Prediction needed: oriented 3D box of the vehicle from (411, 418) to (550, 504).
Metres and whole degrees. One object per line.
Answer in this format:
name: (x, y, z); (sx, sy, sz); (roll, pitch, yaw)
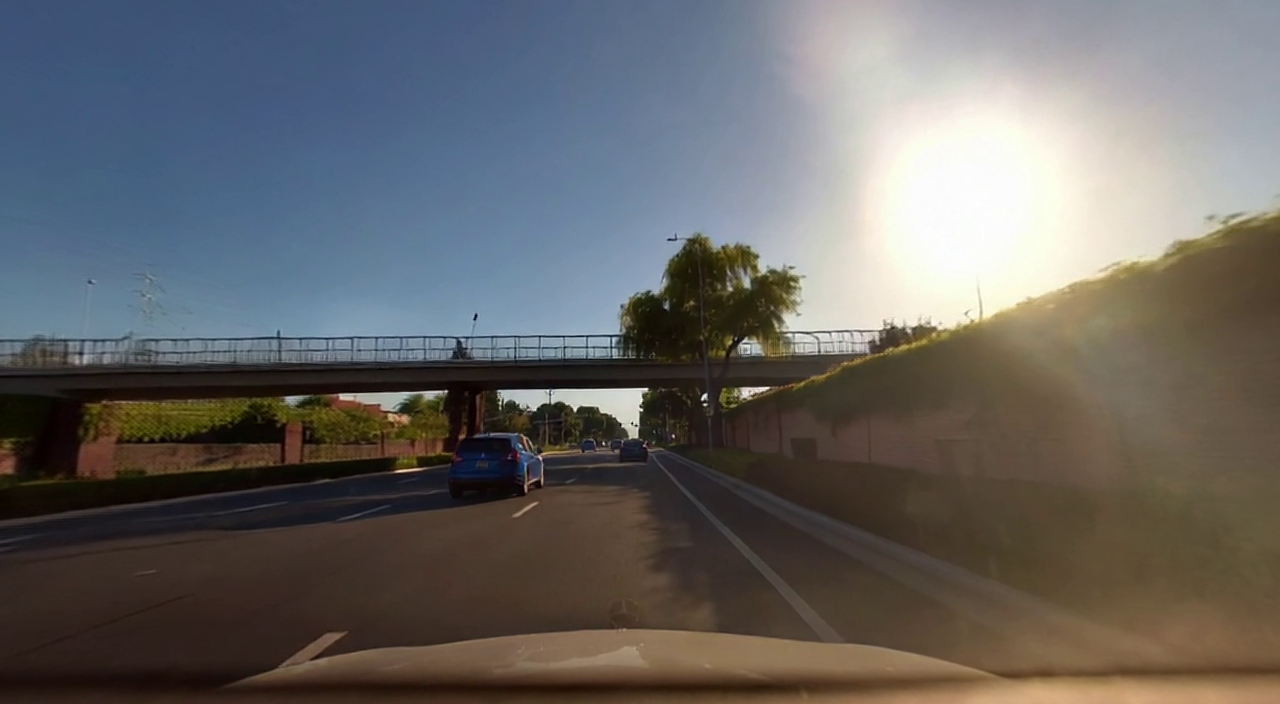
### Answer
vehicle: (-3.738, 2.674, 15.842); (2.223, 1.771, 4.581); (-2, -8, 1)

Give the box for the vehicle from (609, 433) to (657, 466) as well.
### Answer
vehicle: (-0.342, 4.886, 31.754); (2.205, 1.509, 4.272); (0, -8, 0)
